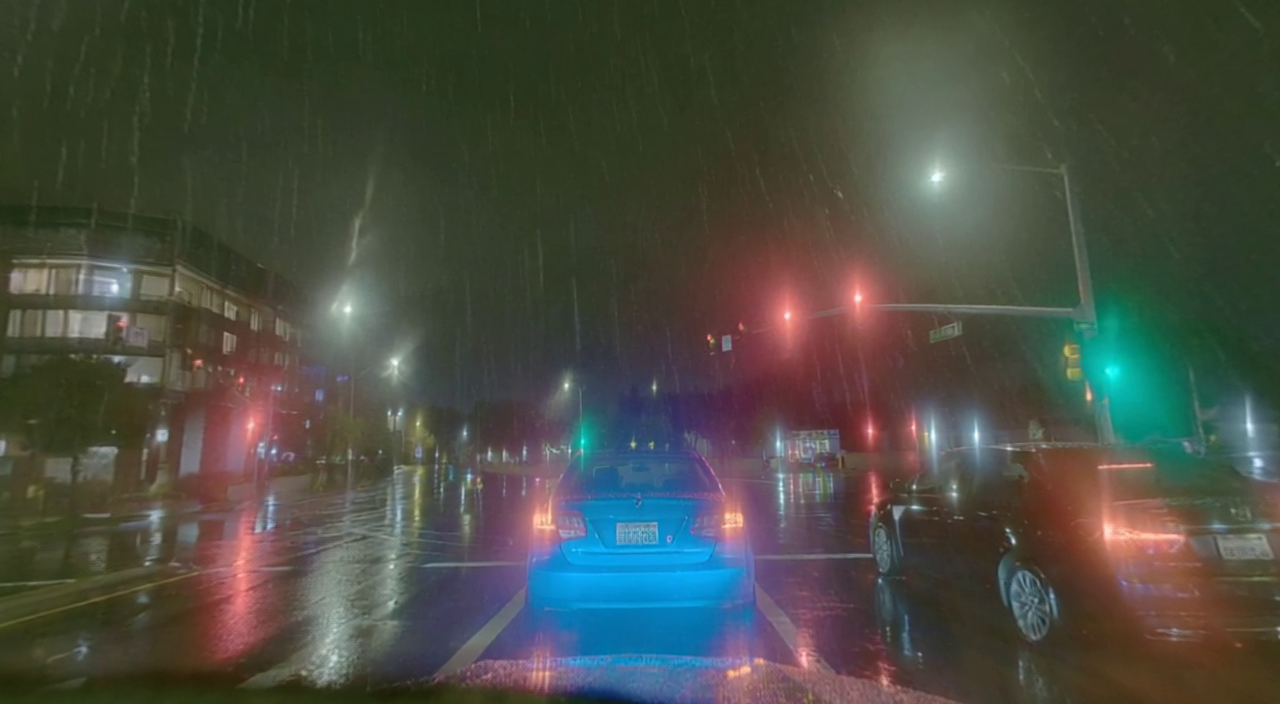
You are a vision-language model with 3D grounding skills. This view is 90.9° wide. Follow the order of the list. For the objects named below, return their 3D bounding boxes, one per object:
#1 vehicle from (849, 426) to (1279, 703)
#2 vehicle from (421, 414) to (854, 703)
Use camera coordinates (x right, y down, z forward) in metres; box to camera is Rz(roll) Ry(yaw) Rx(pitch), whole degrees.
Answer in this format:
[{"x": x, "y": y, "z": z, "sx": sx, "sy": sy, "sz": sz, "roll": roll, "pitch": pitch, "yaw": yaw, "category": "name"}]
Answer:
[{"x": 3.353, "y": 1.377, "z": 5.083, "sx": 1.860, "sy": 1.430, "sz": 4.089, "roll": 0, "pitch": -8, "yaw": -1, "category": "vehicle"}, {"x": -0.045, "y": 1.352, "z": 5.157, "sx": 2.094, "sy": 1.481, "sz": 4.078, "roll": 0, "pitch": -8, "yaw": -1, "category": "vehicle"}]
